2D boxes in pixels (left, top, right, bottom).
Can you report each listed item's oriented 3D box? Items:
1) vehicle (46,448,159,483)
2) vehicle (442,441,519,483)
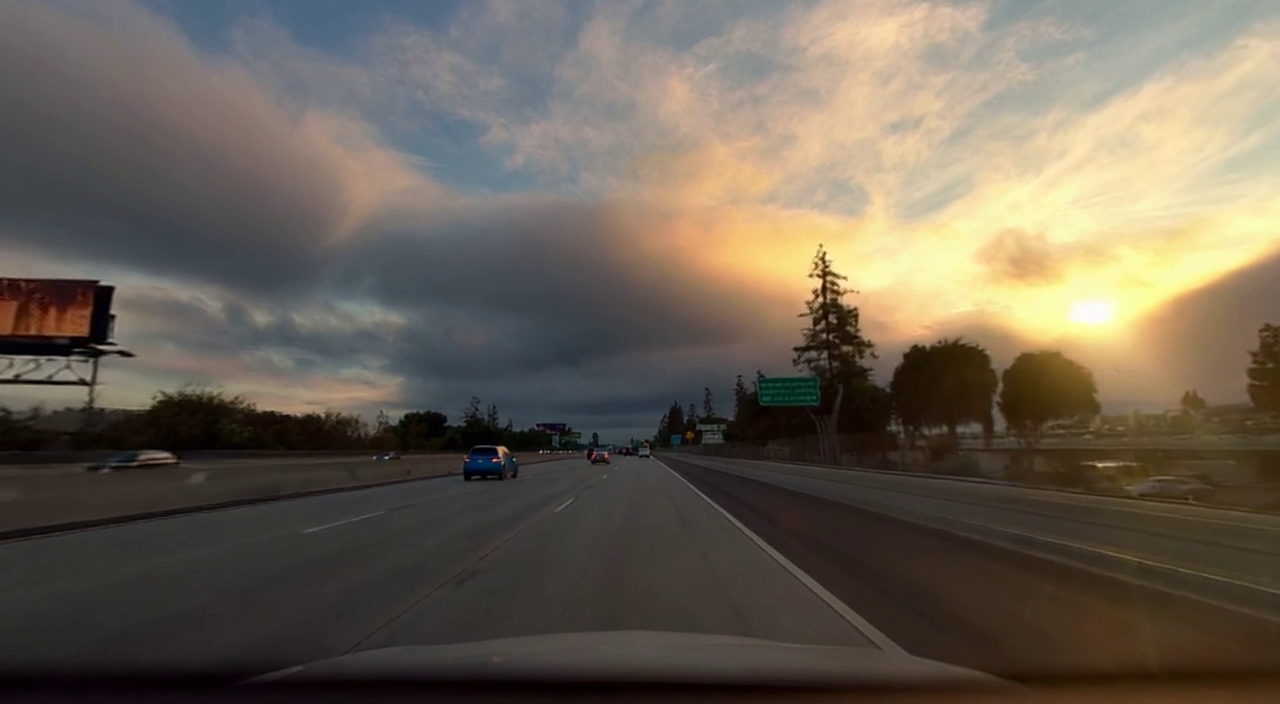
[{"bbox_3d":[-28.602,6.019,33.738,1.934,1.691,4.551,0,-9,1],"label":"vehicle"},{"bbox_3d":[-6.881,4.790,27.768,2.055,1.683,4.804,0,-9,1],"label":"vehicle"}]
